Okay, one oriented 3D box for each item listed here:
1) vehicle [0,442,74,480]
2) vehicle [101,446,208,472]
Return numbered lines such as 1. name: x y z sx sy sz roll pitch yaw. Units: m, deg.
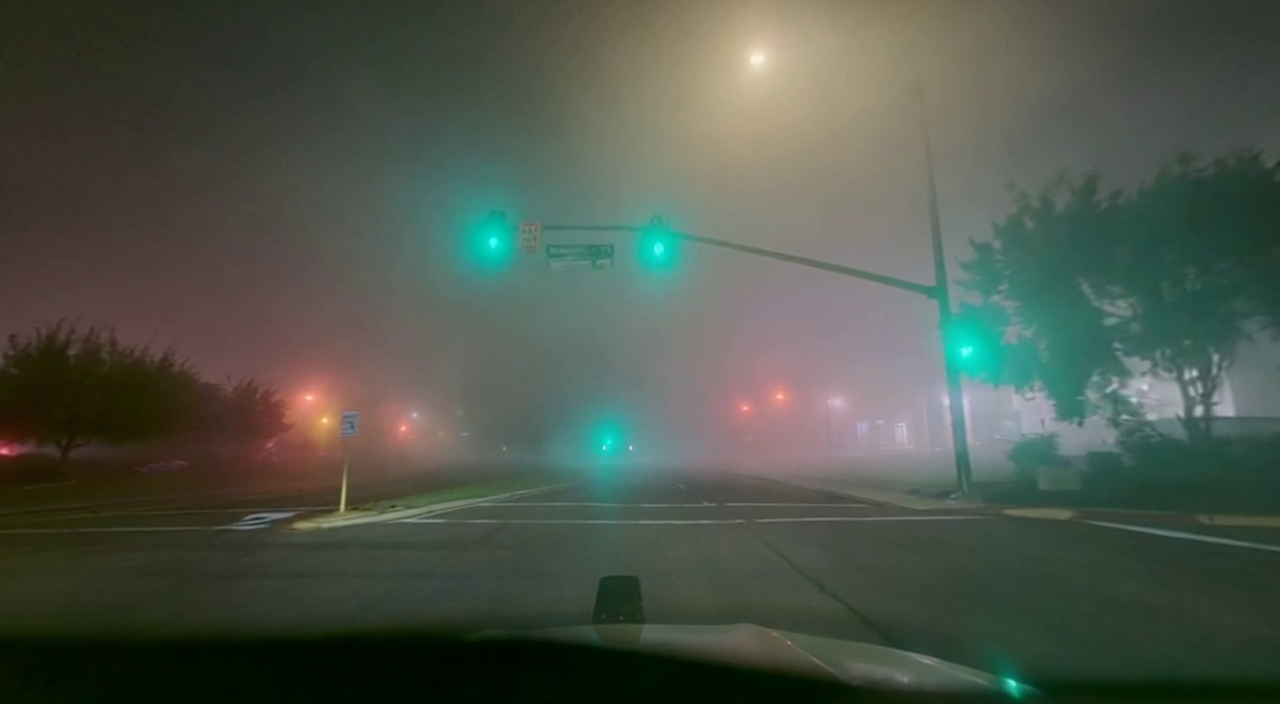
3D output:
1. vehicle: -29.222 4.984 28.990 4.371 1.671 2.009 0 -9 1
2. vehicle: -28.938 6.407 37.634 4.652 1.489 1.992 0 -9 -2
